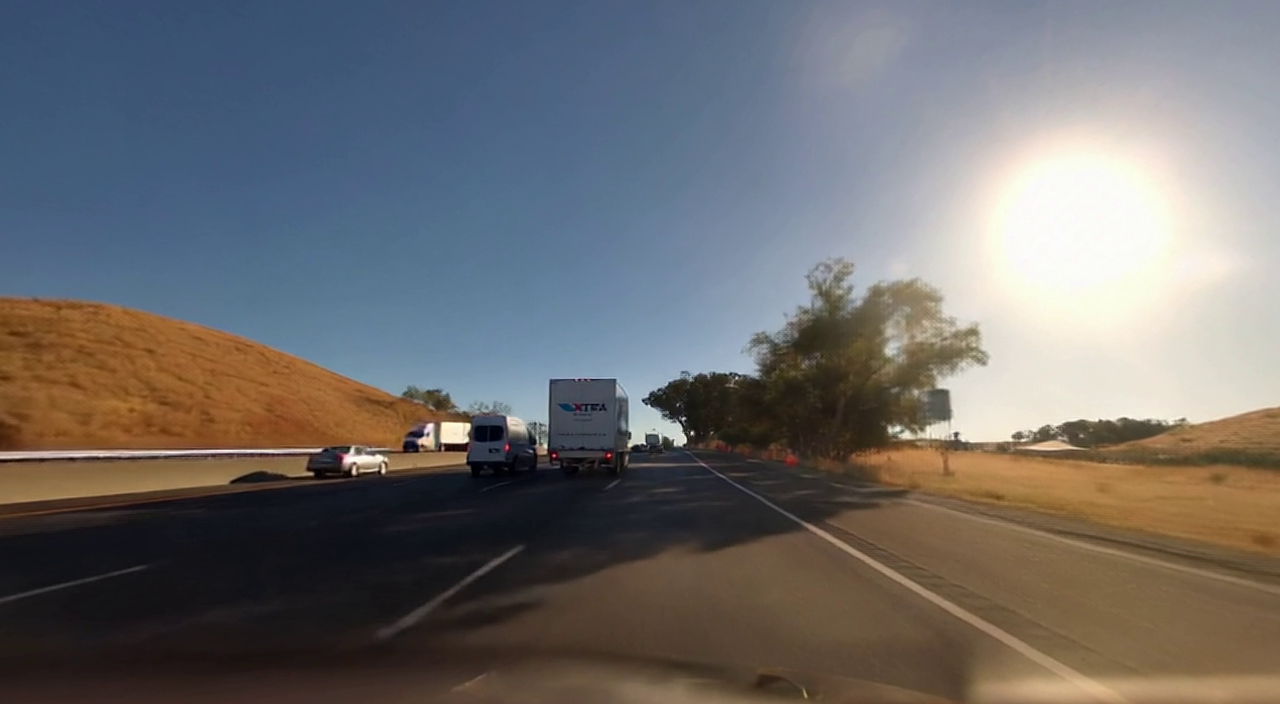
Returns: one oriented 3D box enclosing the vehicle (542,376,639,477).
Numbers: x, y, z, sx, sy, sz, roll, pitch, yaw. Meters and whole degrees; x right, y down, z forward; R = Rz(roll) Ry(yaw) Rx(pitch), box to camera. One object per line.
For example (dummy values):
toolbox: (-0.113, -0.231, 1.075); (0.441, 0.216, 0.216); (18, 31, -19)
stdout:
vehicle: (-1.994, 3.722, 30.080); (3.183, 4.011, 9.617); (0, -9, 4)

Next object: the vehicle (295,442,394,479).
vehicle: (-13.052, 4.812, 28.182); (1.901, 1.487, 4.622); (0, -9, 4)

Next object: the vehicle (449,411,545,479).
vehicle: (-6.027, 4.052, 27.534); (2.469, 2.615, 5.874); (0, -9, 3)
